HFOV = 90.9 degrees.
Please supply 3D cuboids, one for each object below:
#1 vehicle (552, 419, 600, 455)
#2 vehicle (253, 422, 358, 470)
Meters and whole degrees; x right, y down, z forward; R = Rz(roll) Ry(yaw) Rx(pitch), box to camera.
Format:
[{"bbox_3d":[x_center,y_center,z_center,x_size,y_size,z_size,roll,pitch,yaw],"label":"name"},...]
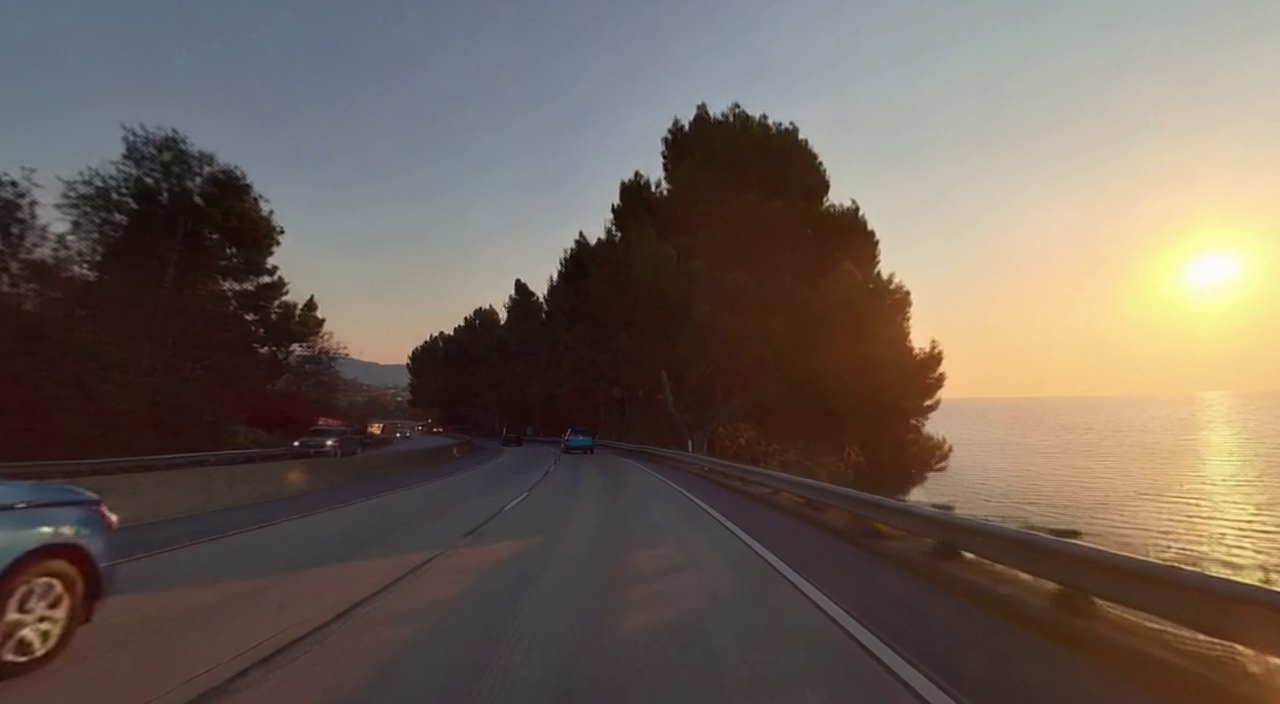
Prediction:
[{"bbox_3d":[-4.286,5.610,41.303,2.632,2.162,5.529,1,-9,-11],"label":"vehicle"},{"bbox_3d":[-17.040,4.834,32.609,2.661,2.208,6.199,1,-8,-7],"label":"vehicle"}]
